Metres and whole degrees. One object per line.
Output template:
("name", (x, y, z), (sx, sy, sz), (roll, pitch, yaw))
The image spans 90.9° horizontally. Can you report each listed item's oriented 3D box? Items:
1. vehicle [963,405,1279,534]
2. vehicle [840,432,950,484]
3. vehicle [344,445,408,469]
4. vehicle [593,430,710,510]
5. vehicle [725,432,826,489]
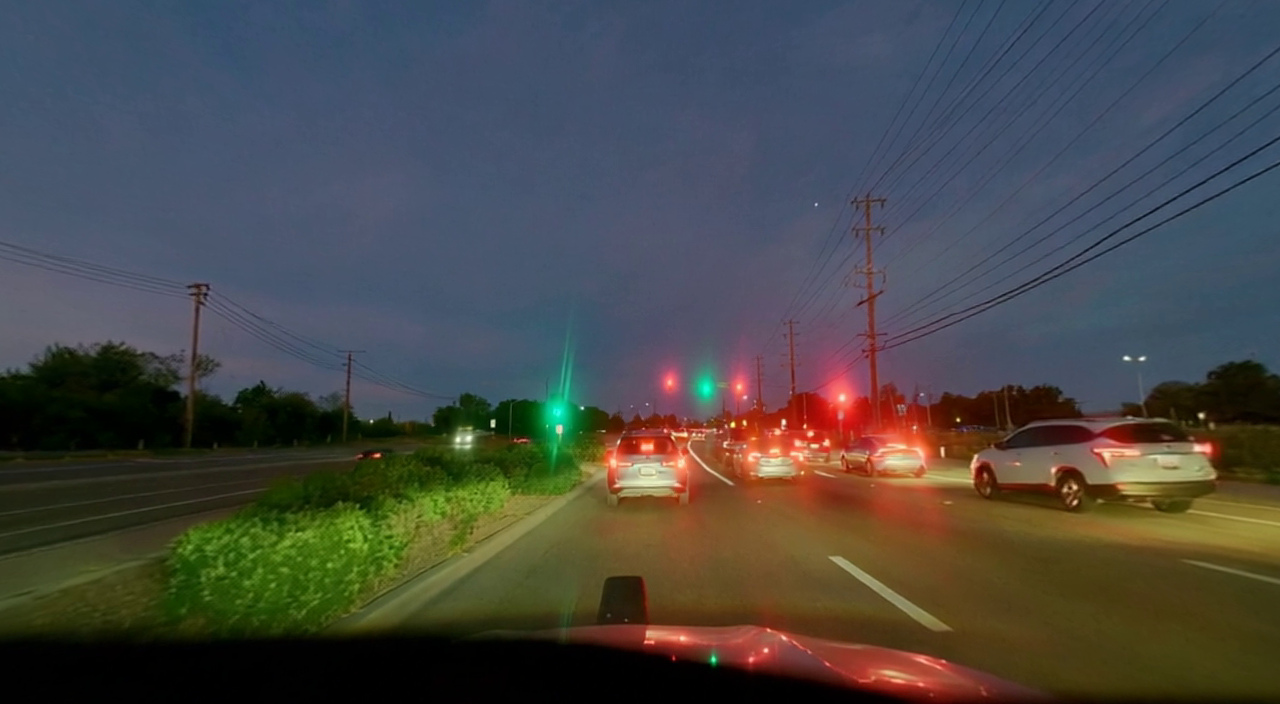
("vehicle", (8.292, 2.034, 11.454), (2.195, 1.802, 5.051), (0, -9, 1))
("vehicle", (8.187, 3.445, 20.753), (1.905, 1.483, 4.469), (-1, -9, 2))
("vehicle", (-16.596, 6.610, 39.801), (1.986, 1.404, 4.177), (-1, -9, 4))
("vehicle", (0.252, 2.562, 14.133), (2.208, 1.498, 4.401), (0, -9, 1))
("vehicle", (3.885, 3.201, 18.905), (2.028, 1.454, 4.531), (0, -9, 0))
